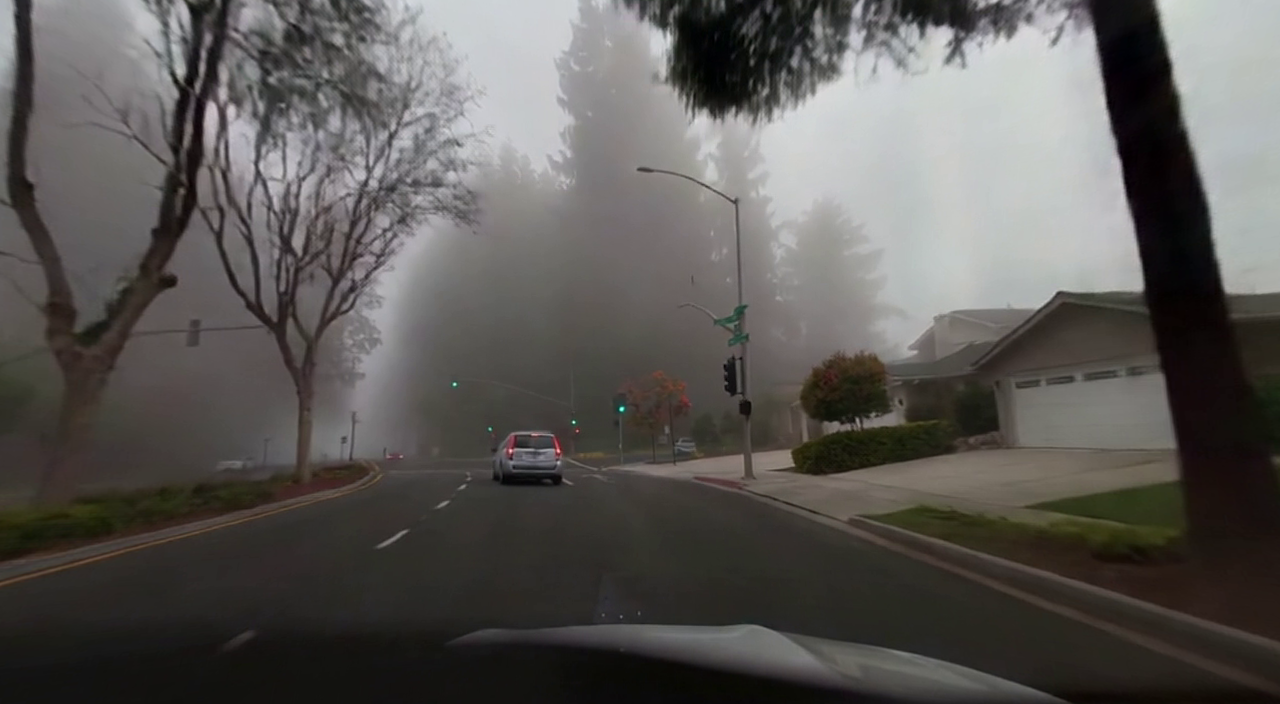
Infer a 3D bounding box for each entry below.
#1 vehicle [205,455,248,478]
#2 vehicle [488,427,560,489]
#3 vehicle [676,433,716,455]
[{"bbox_3d":[-31.947,8.826,48.904,1.943,1.677,4.176,4,-9,-23],"label":"vehicle"},{"bbox_3d":[-3.755,3.323,20.069,1.990,1.707,4.225,2,-9,-12],"label":"vehicle"},{"bbox_3d":[3.943,6.563,45.081,1.911,1.516,4.251,1,-9,-8],"label":"vehicle"}]
